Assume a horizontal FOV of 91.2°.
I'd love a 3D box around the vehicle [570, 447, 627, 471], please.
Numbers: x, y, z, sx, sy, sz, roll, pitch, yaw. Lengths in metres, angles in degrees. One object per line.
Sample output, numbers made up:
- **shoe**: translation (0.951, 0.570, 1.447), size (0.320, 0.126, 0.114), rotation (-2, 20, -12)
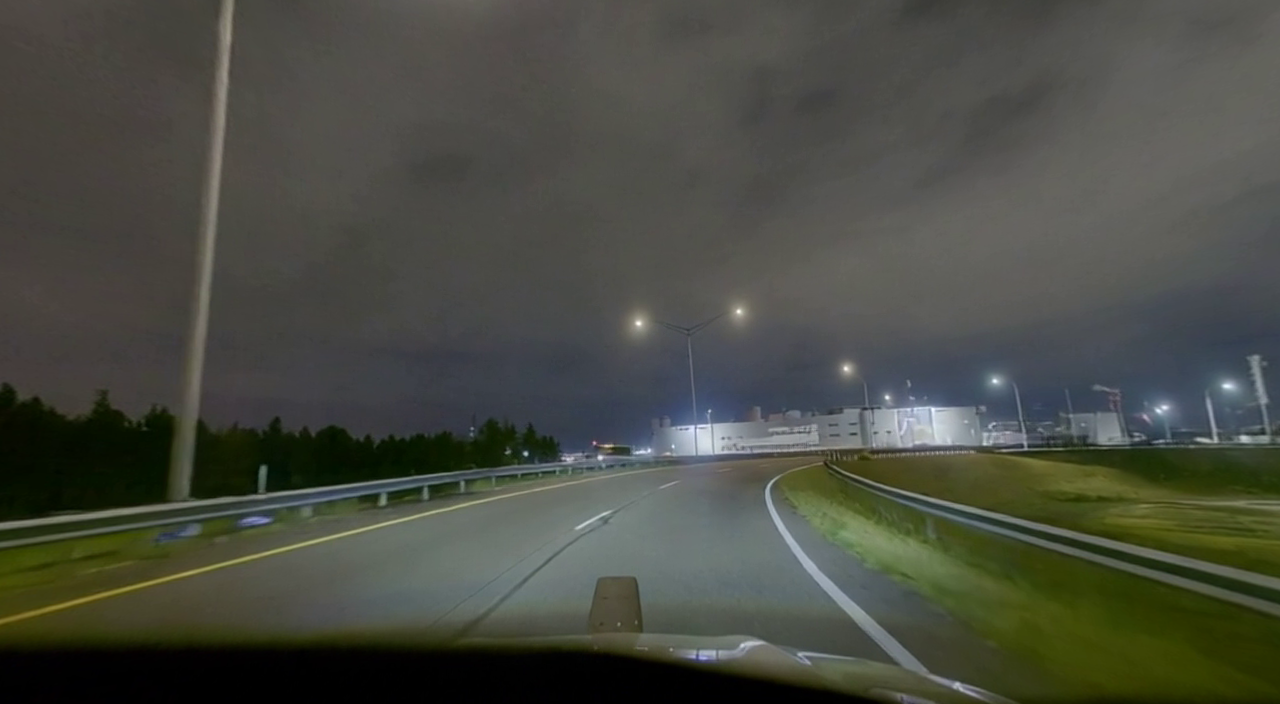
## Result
- **vehicle**: translation (-2.821, 7.482, 43.877), size (1.977, 1.579, 4.410), rotation (-5, -10, 26)
